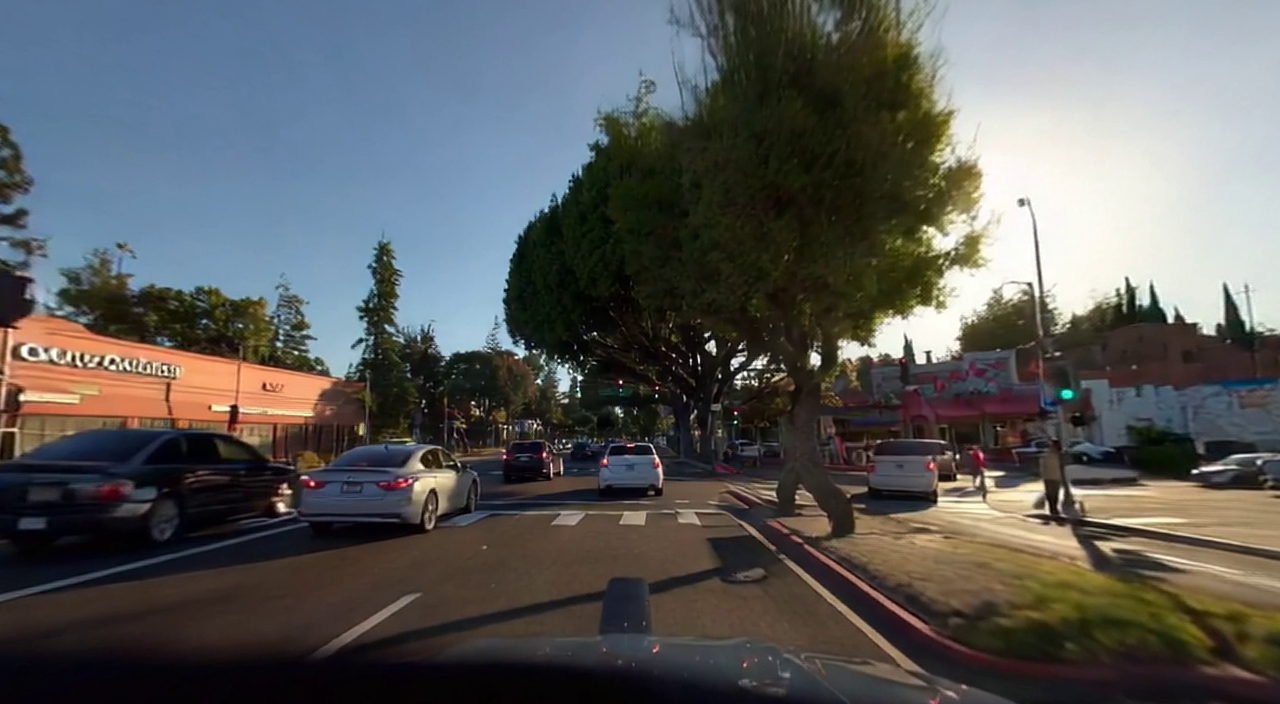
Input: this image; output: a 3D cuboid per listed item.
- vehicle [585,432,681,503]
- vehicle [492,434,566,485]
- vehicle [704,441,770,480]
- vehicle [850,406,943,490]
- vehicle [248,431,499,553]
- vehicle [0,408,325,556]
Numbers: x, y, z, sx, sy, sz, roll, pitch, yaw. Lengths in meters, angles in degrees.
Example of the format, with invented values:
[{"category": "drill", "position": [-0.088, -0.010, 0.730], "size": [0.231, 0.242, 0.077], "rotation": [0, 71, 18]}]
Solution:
[{"category": "vehicle", "position": [-0.182, 2.881, 16.085], "size": [2.121, 1.563, 4.031], "rotation": [0, -8, -1]}, {"category": "vehicle", "position": [-3.975, 3.907, 23.198], "size": [1.983, 1.685, 3.997], "rotation": [0, -8, 0]}, {"category": "vehicle", "position": [3.950, 4.469, 26.351], "size": [1.979, 1.485, 4.207], "rotation": [0, -8, -2]}, {"category": "vehicle", "position": [10.677, 4.009, 26.503], "size": [2.613, 3.281, 2.673], "rotation": [1, -8, -1]}, {"category": "vehicle", "position": [-3.853, 2.091, 10.241], "size": [1.992, 1.493, 4.688], "rotation": [0, -8, 0]}, {"category": "vehicle", "position": [-7.359, 1.939, 10.130], "size": [2.105, 1.802, 4.712], "rotation": [0, -8, 0]}]
